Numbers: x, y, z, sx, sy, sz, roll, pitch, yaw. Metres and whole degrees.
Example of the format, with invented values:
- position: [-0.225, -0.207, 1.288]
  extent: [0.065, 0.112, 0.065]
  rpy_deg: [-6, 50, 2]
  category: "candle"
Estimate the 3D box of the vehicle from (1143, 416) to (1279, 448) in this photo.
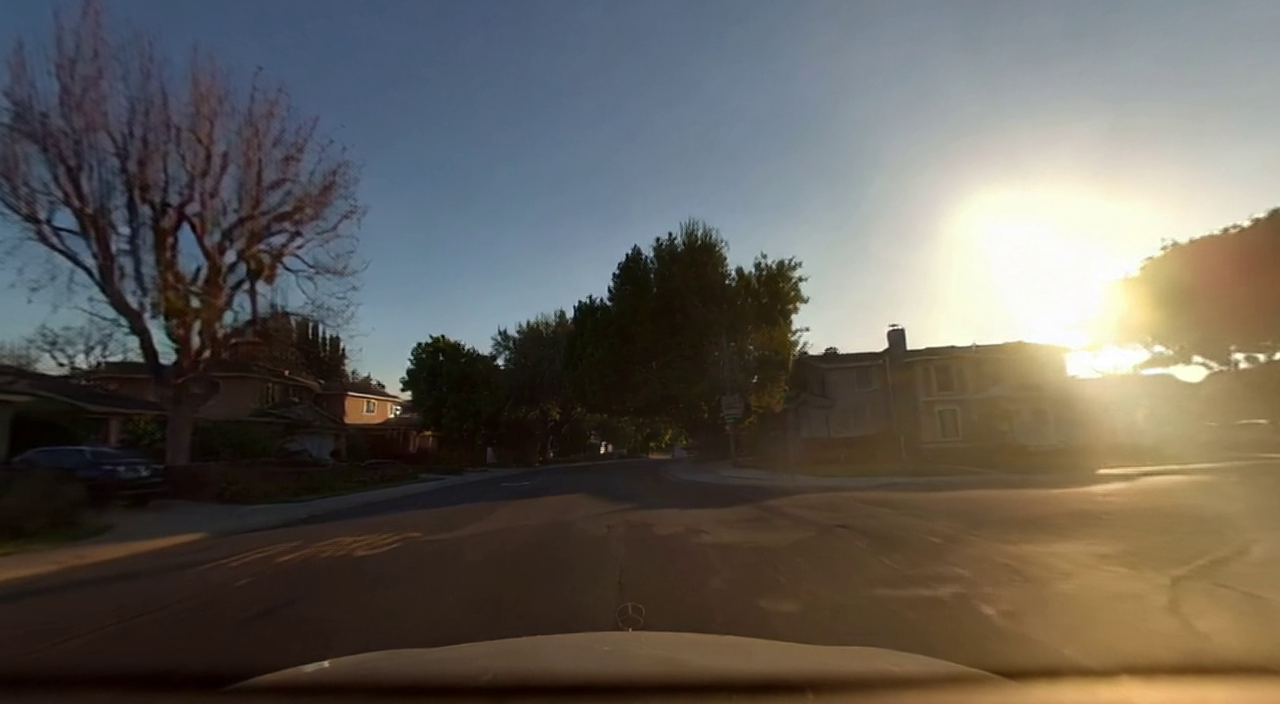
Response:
- position: [27.766, 3.975, 30.846]
  extent: [1.845, 1.450, 4.991]
  rpy_deg: [1, -8, -6]
  category: "vehicle"

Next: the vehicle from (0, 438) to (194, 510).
- position: [-15.188, 3.201, 16.822]
  extent: [4.837, 1.785, 2.115]
  rpy_deg: [0, -8, -3]
  category: "vehicle"
